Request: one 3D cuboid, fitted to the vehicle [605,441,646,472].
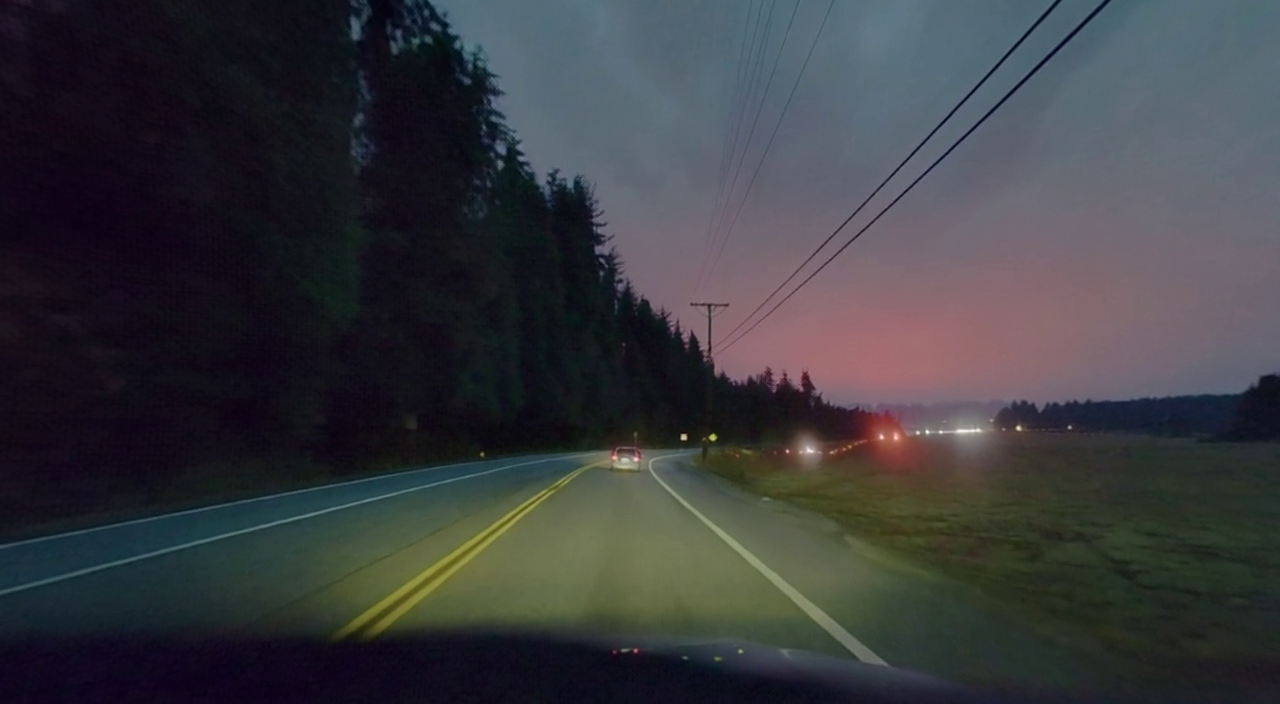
[{"bbox_3d":[-0.759,5.638,34.290,2.059,1.524,3.963,1,-9,0],"label":"vehicle"}]
